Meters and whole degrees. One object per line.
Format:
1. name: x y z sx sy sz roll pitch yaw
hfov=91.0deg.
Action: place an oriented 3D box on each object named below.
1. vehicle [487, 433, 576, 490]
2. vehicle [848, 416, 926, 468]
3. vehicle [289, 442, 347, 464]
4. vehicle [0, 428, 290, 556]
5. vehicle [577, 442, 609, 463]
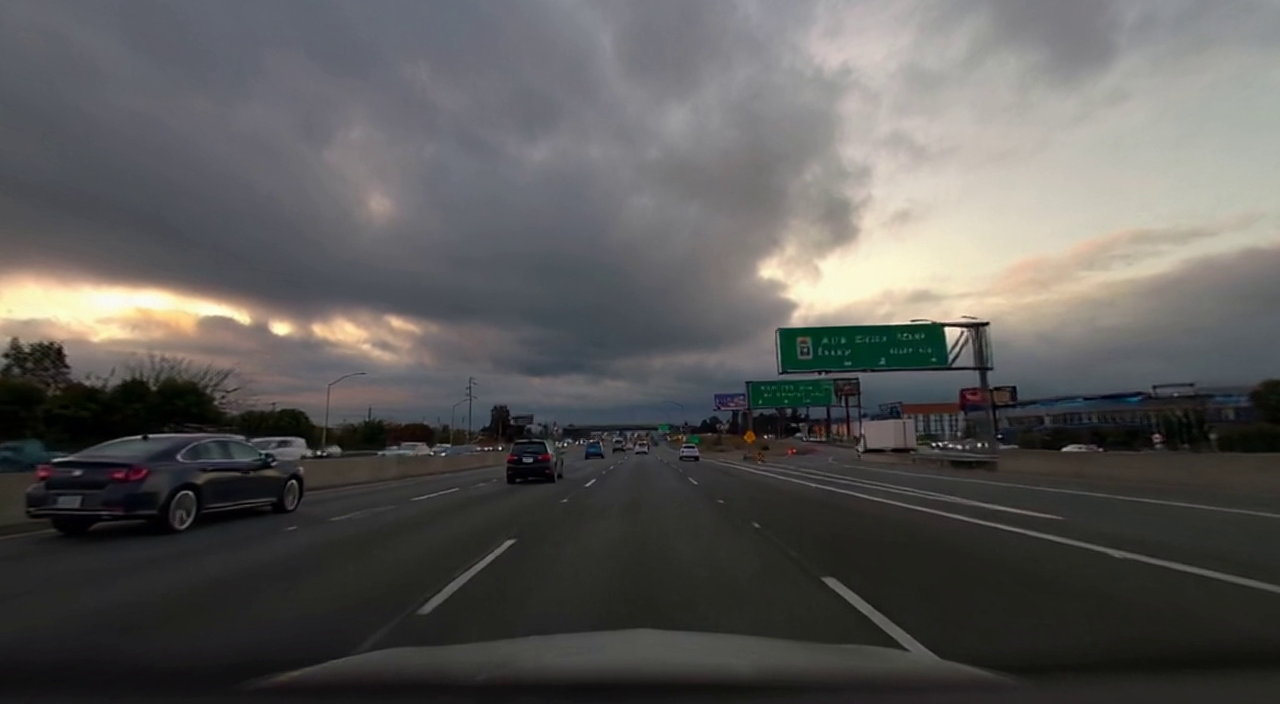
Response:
1. vehicle: -3.285 3.414 19.905 2.001 1.577 4.055 0 -8 1
2. vehicle: 18.564 6.879 48.003 2.958 3.538 8.761 0 -8 4
3. vehicle: -23.356 7.341 45.808 1.878 1.527 4.355 0 -8 0
4. vehicle: -7.286 1.972 9.510 1.865 1.518 3.620 0 -8 0
5. vehicle: -3.356 7.308 45.914 1.960 1.494 4.123 0 -8 1
